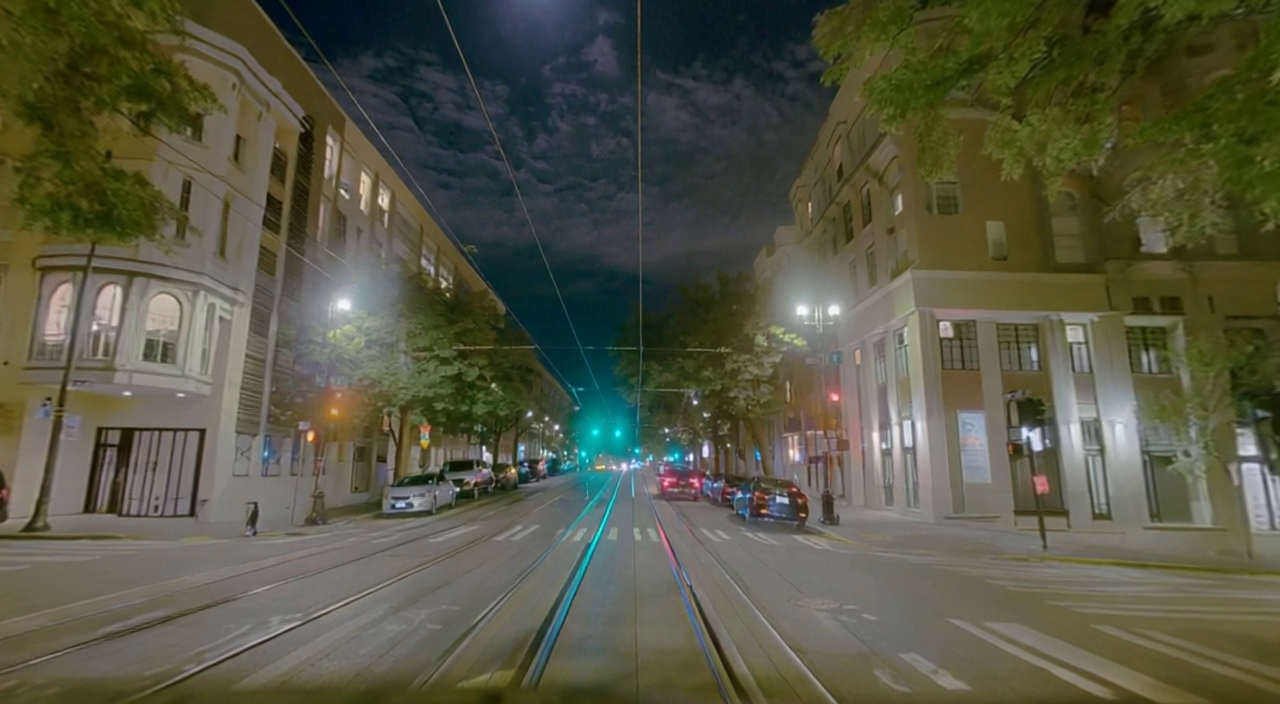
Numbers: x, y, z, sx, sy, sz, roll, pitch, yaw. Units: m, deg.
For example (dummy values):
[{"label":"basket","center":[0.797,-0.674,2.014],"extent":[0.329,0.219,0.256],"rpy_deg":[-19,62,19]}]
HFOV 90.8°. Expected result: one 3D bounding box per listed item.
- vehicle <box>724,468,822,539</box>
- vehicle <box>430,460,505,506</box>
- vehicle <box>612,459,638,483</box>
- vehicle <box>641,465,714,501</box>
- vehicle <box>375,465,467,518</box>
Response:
[{"label":"vehicle","center":[3.843,4.450,19.093],"extent":[1.929,1.723,4.134],"rpy_deg":[0,-8,-2]},{"label":"vehicle","center":[-7.415,5.657,27.651],"extent":[1.861,1.751,4.550],"rpy_deg":[1,-9,2]},{"label":"vehicle","center":[-1.113,9.014,48.034],"extent":[1.966,1.600,3.494],"rpy_deg":[0,-8,0]},{"label":"vehicle","center":[1.816,6.519,31.719],"extent":[1.984,1.571,3.404],"rpy_deg":[6,-10,-33]},{"label":"vehicle","center":[-7.432,4.853,21.878],"extent":[1.779,1.588,3.953],"rpy_deg":[2,-13,-2]}]
